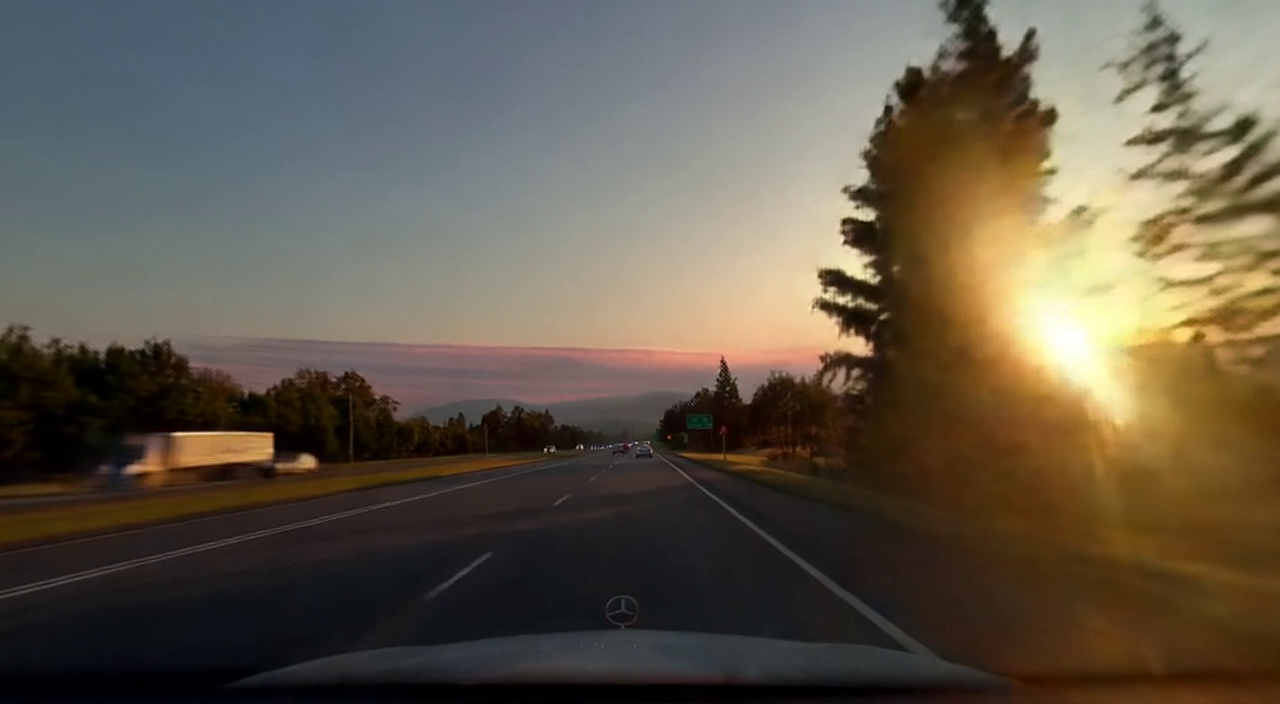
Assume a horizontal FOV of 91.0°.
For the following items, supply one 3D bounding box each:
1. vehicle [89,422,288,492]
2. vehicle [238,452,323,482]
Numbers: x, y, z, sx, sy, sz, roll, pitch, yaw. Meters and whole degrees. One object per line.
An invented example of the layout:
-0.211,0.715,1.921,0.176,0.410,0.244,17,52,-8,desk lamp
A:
-23.305,5.540,33.666,2.969,3.150,10.176,0,-9,1,vehicle
-19.698,6.293,34.752,1.974,1.481,4.441,0,-9,2,vehicle
